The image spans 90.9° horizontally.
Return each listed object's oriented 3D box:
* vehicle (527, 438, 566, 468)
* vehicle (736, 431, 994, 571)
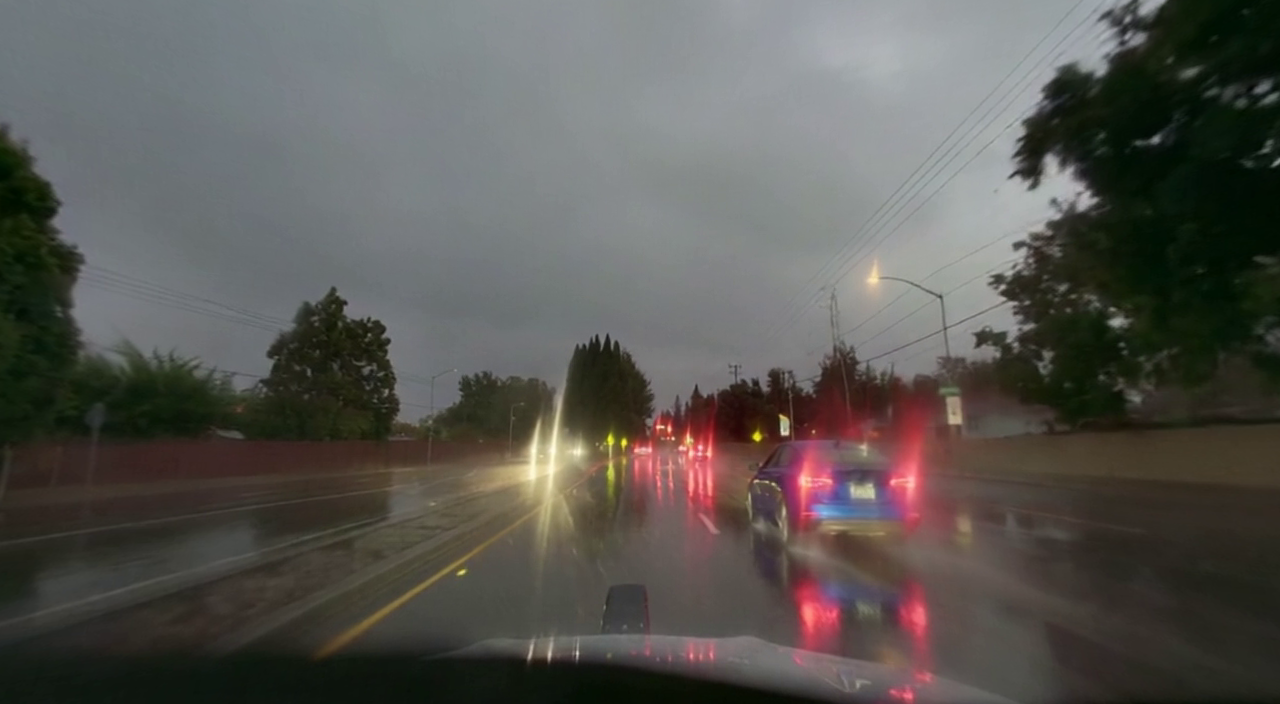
[{"bbox_3d":[-6.367,6.940,43.470,1.983,1.882,4.281,0,-8,0],"label":"vehicle"},{"bbox_3d":[2.763,1.928,8.988,2.063,1.481,4.247,0,-8,-1],"label":"vehicle"}]
